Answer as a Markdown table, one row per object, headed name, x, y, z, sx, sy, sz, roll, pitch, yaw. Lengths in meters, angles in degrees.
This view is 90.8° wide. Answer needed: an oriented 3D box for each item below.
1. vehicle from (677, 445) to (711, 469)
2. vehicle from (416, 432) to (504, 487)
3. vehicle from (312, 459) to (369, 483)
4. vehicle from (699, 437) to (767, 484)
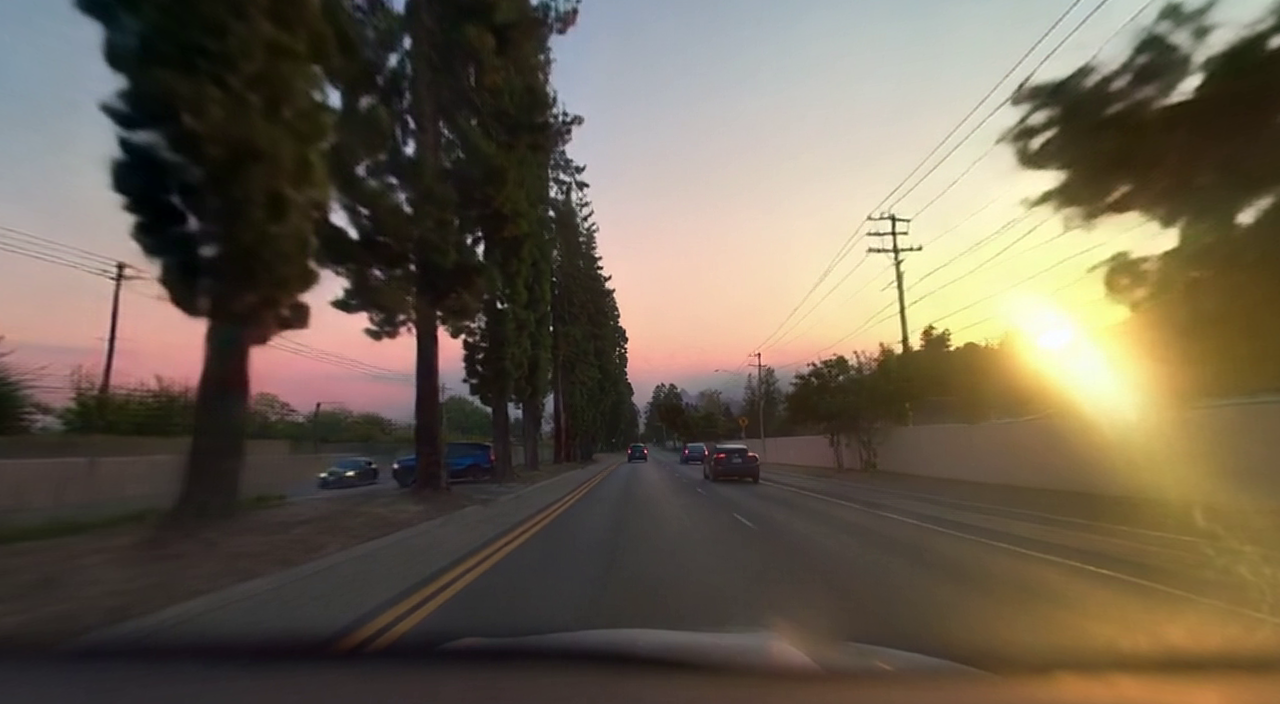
| name | x | y | z | sx | sy | sz | roll | pitch | yaw |
| --- | --- | --- | --- | --- | --- | --- | --- | --- | --- |
| vehicle | 3.816 | 7.533 | 45.518 | 2.012 | 1.653 | 4.115 | 0 | -9 | -1 |
| vehicle | -8.935 | 5.345 | 31.576 | 3.613 | 2.628 | 2.227 | 0 | -9 | 2 |
| vehicle | -22.021 | 8.769 | 46.707 | 2.005 | 1.567 | 4.461 | 0 | -8 | 0 |
| vehicle | 3.881 | 4.636 | 27.228 | 2.112 | 1.825 | 4.574 | 0 | -9 | -2 |
